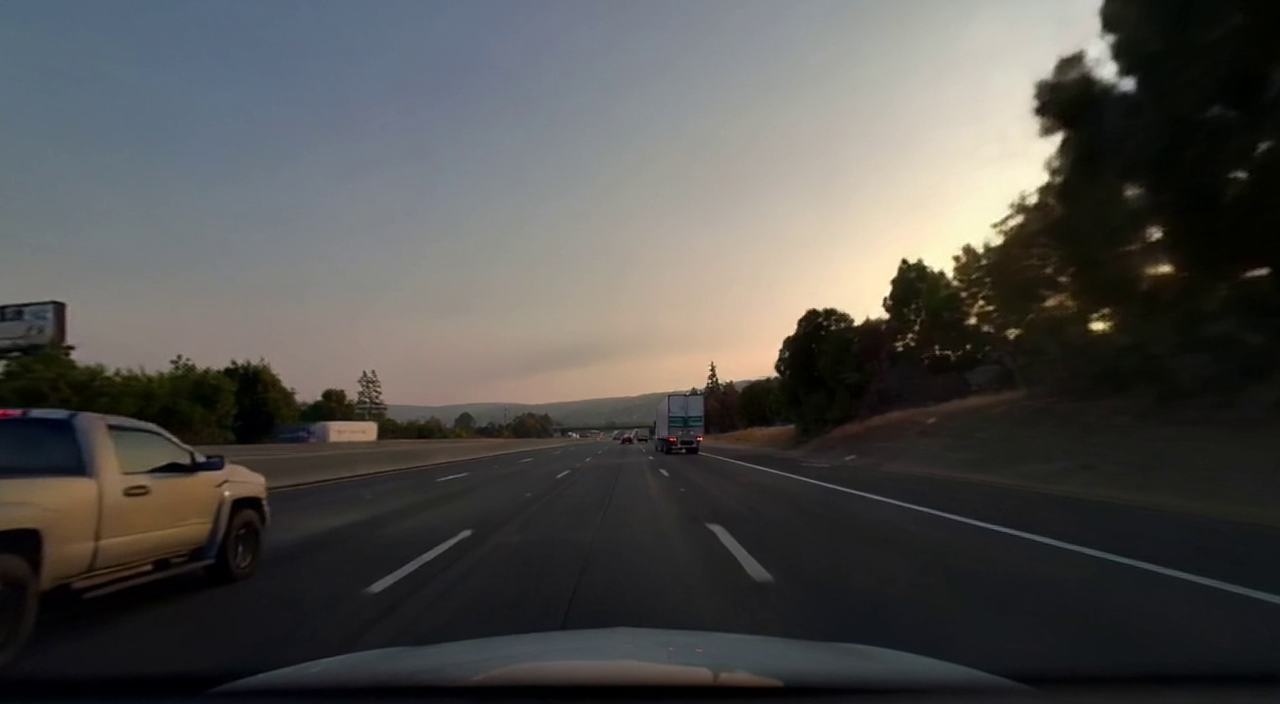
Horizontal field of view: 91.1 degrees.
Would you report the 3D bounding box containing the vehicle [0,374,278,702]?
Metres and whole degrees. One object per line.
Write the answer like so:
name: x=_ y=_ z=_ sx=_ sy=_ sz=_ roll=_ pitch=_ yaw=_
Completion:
vehicle: x=-4.188 y=0.953 z=3.353 sx=2.044 sy=1.604 sz=4.144 roll=0 pitch=-8 yaw=0
